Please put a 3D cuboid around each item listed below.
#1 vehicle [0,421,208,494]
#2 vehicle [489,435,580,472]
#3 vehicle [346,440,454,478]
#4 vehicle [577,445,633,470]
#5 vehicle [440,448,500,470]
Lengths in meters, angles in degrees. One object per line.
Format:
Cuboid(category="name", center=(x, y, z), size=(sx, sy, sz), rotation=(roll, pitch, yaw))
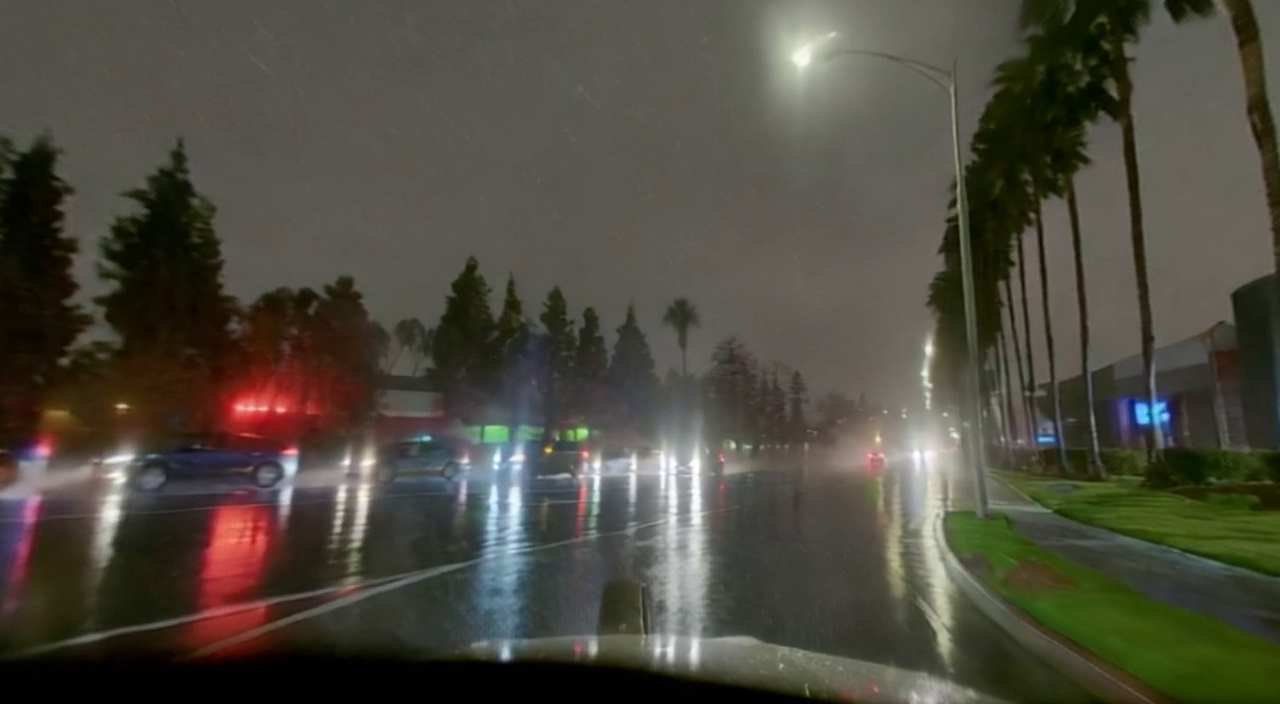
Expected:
Cuboid(category="vehicle", center=(-13.556, 2.562, 15.433), size=(1.844, 1.543, 4.356), rotation=(-4, -10, 27))
Cuboid(category="vehicle", center=(-5.971, 5.864, 36.308), size=(2.184, 1.904, 5.617), rotation=(-7, -11, 27))
Cuboid(category="vehicle", center=(-10.452, 4.675, 27.660), size=(1.857, 1.474, 4.291), rotation=(-7, -10, 27))
Cuboid(category="vehicle", center=(-2.282, 7.095, 42.375), size=(1.813, 1.535, 4.306), rotation=(-5, -10, 28))
Cuboid(category="vehicle", center=(-12.171, 7.706, 45.282), size=(1.806, 1.500, 4.118), rotation=(-4, -10, 27))
